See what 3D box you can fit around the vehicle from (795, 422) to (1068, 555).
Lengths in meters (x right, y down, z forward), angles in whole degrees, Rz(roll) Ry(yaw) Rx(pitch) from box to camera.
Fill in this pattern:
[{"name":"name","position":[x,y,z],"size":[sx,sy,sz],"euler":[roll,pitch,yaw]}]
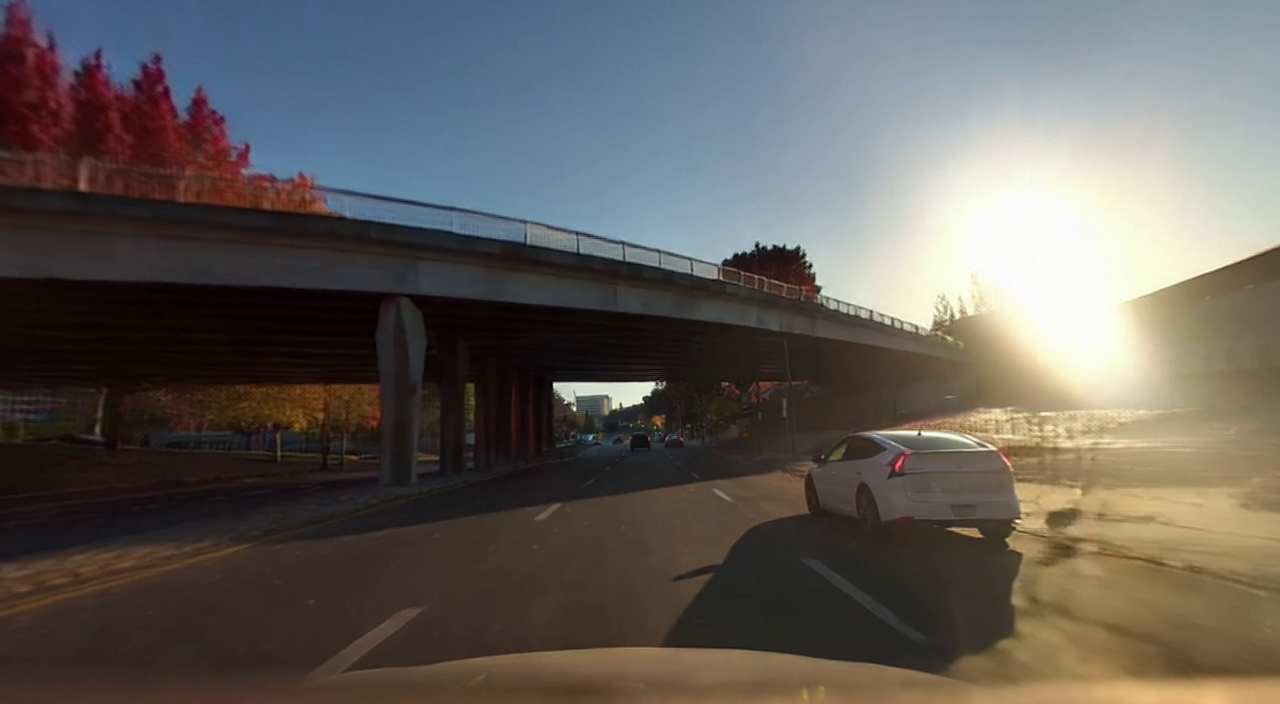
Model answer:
[{"name":"vehicle","position":[3.972,1.954,9.663],"size":[2.063,1.542,4.420],"euler":[0,-9,0]}]

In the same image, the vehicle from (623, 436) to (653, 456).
[{"name":"vehicle","position":[-0.197,7.295,48.961],"size":[2.055,1.484,4.143],"euler":[1,-9,-5]}]
